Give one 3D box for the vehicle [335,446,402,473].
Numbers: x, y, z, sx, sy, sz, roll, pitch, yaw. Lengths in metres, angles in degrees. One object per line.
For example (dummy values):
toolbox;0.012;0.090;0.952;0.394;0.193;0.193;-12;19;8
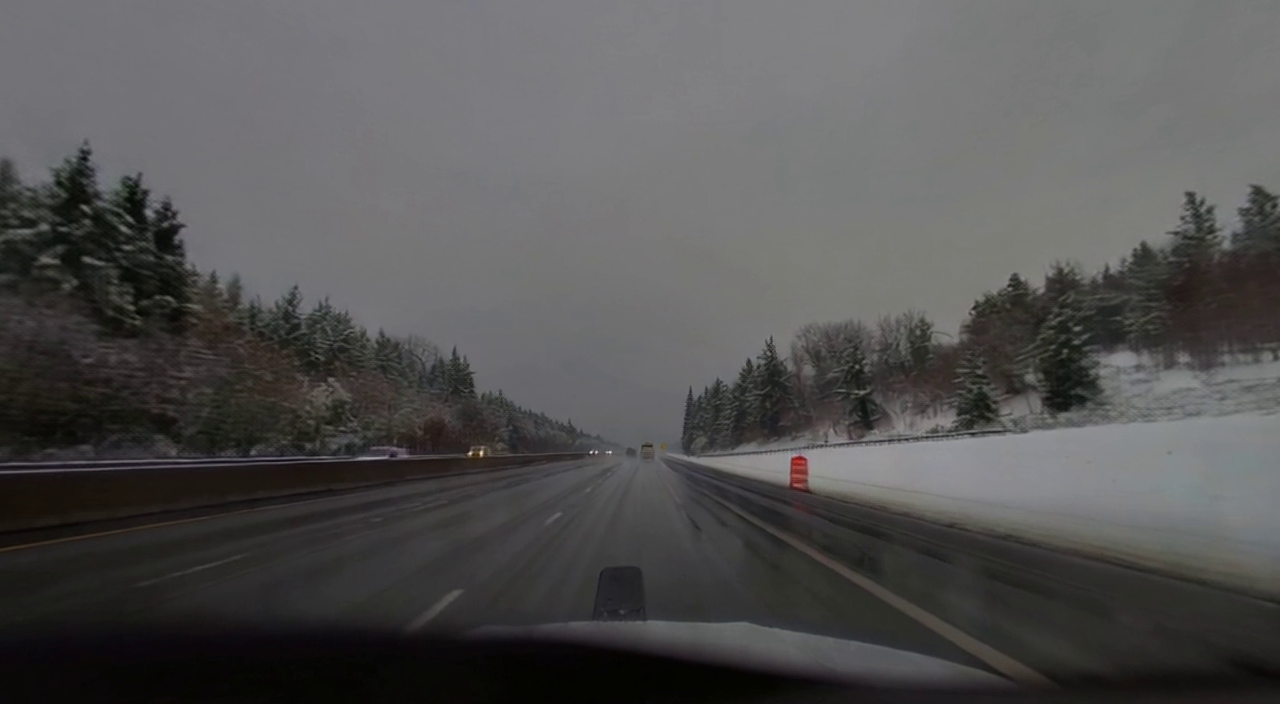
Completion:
vehicle;-15.906;6.310;37.134;1.851;1.440;4.562;0;-9;1
